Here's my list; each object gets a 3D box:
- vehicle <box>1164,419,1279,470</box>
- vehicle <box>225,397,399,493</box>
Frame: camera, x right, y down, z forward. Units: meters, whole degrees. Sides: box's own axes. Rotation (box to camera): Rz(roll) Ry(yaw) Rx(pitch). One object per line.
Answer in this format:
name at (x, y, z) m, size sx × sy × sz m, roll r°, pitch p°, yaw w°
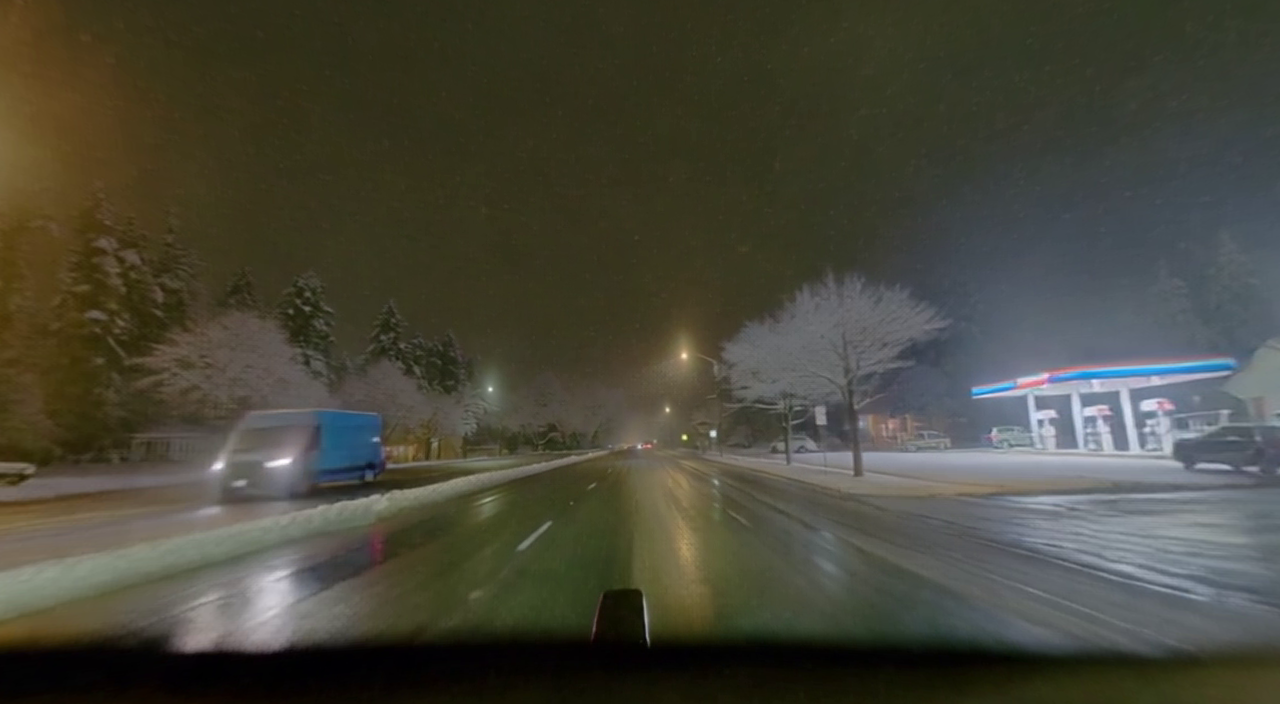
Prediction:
vehicle at (19.422, 2.934, 19.977) m, size 1.994 × 1.452 × 4.227 m, roll 0°, pitch -8°, yaw 0°
vehicle at (-12.100, 3.538, 24.183) m, size 2.931 × 3.122 × 6.555 m, roll -1°, pitch -8°, yaw 1°
